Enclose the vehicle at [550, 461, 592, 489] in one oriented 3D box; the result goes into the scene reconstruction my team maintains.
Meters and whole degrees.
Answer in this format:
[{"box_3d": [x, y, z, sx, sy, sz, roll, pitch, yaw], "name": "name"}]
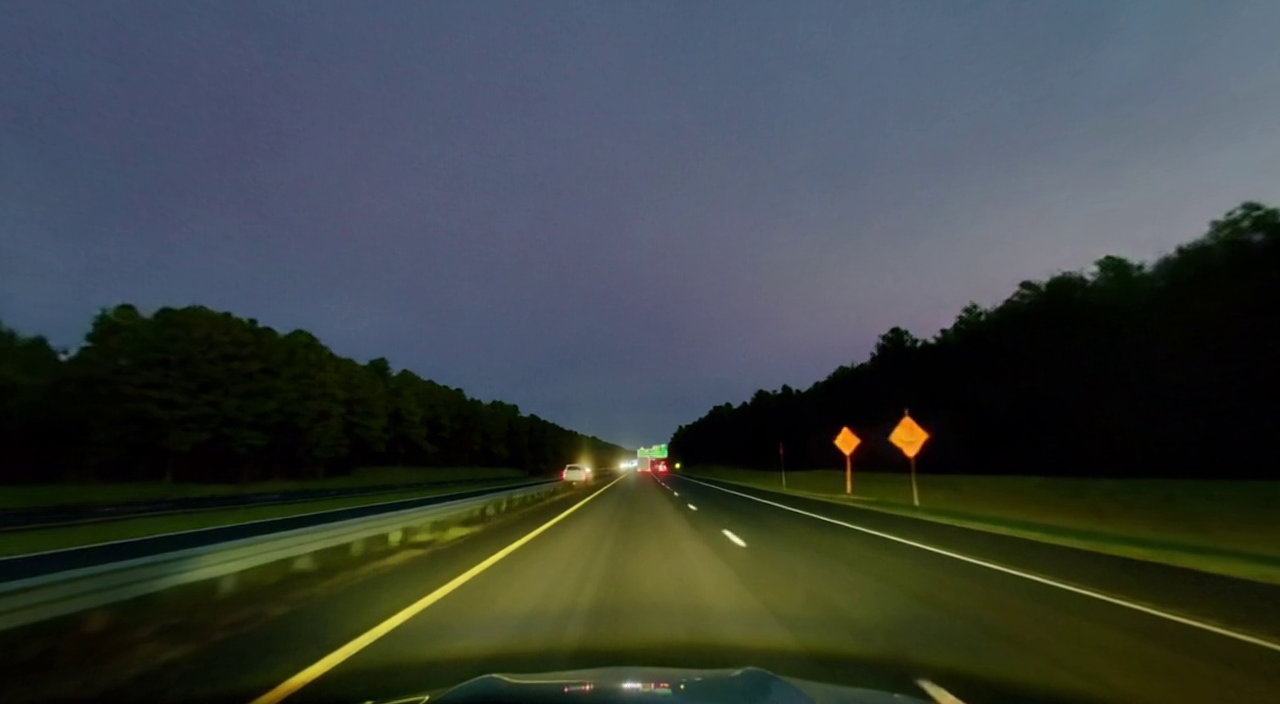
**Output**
[{"box_3d": [-4.379, 7.906, 40.615, 2.180, 1.618, 4.219, 1, -10, 0], "name": "vehicle"}]
